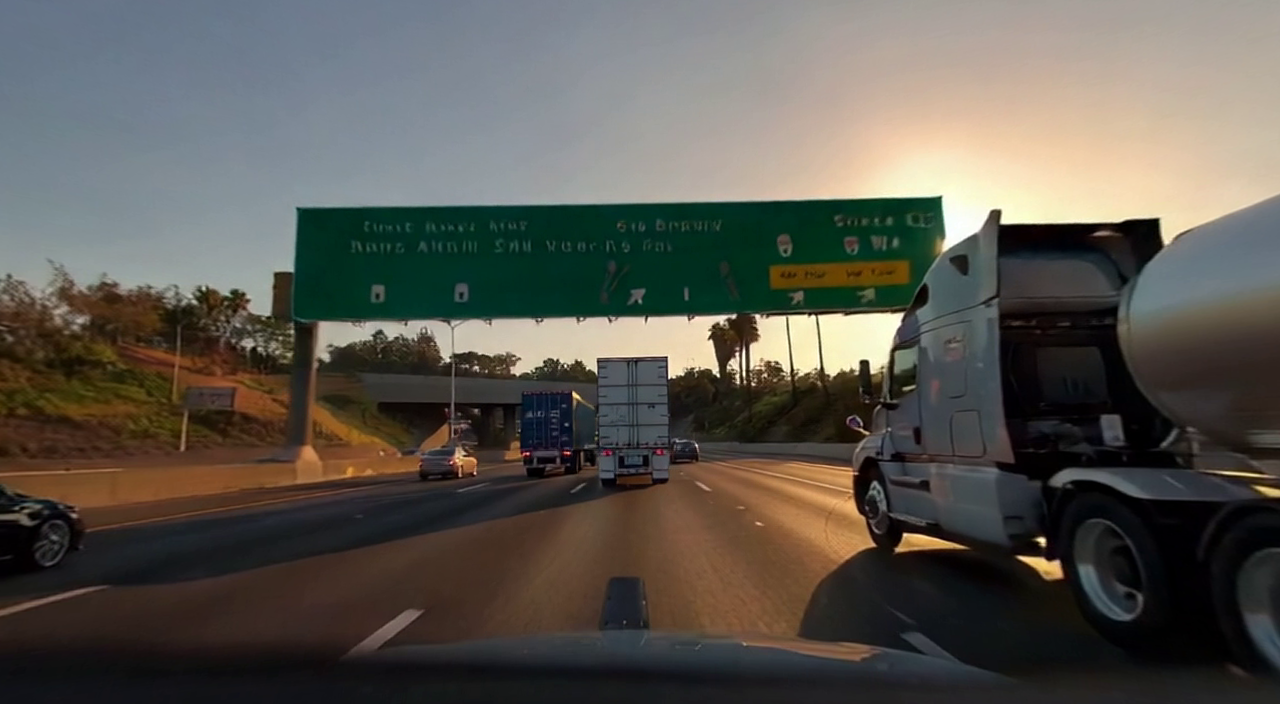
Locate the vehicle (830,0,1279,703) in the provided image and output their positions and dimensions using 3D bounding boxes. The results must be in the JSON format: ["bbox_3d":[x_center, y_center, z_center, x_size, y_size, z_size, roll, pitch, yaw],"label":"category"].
[{"bbox_3d":[4.090,0.069,4.807,3.066,3.991,6.942,0,-8,0],"label":"vehicle"}]

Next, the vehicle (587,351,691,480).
[{"bbox_3d":[-0.022,3.347,28.091,3.097,3.856,18.209,-1,-9,0],"label":"vehicle"}]

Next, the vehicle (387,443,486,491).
[{"bbox_3d":[-6.888,3.907,21.888,1.916,1.465,4.451,0,-8,1],"label":"vehicle"}]

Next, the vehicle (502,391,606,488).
[{"bbox_3d":[-3.201,3.741,26.811,2.786,3.228,11.082,0,-8,0],"label":"vehicle"}]
